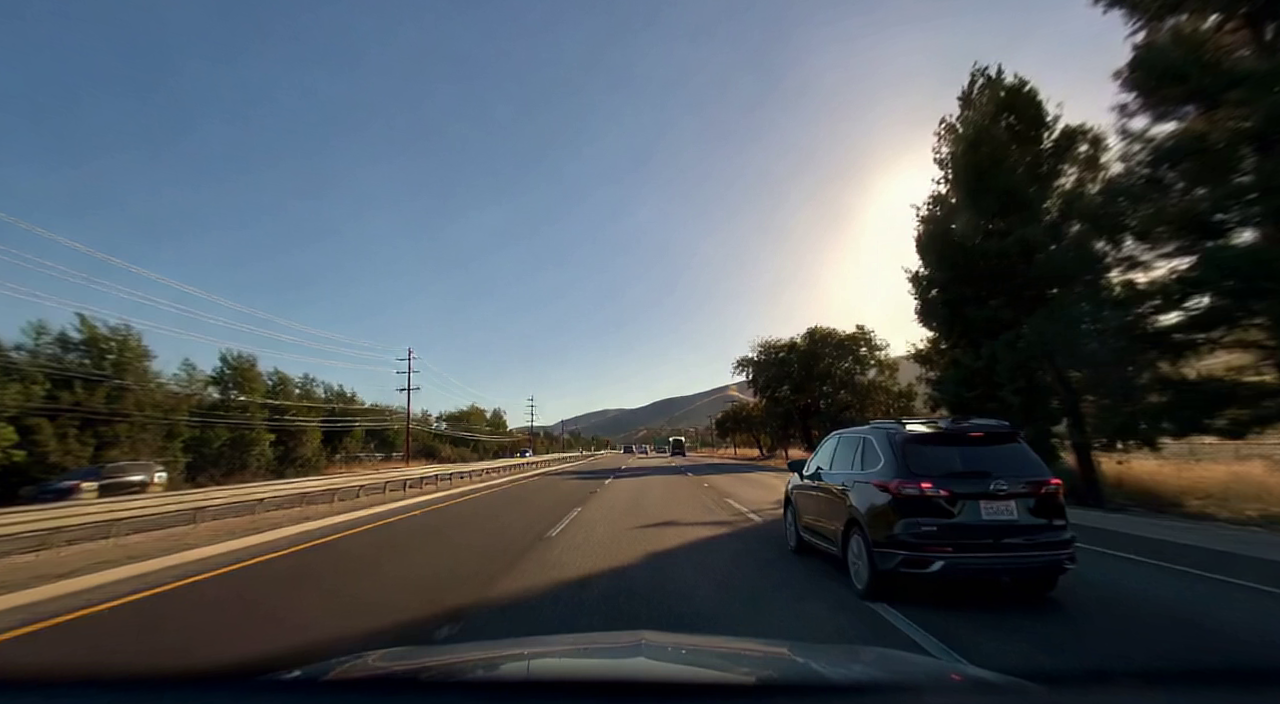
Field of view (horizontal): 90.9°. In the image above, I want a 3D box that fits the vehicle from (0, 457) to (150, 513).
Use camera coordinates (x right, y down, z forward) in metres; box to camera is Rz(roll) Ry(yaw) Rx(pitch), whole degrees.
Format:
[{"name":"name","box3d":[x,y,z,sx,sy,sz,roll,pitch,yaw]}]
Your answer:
[{"name":"vehicle","box3d":[-20.334,4.640,22.512,1.944,1.657,4.518,0,-8,1]}]
